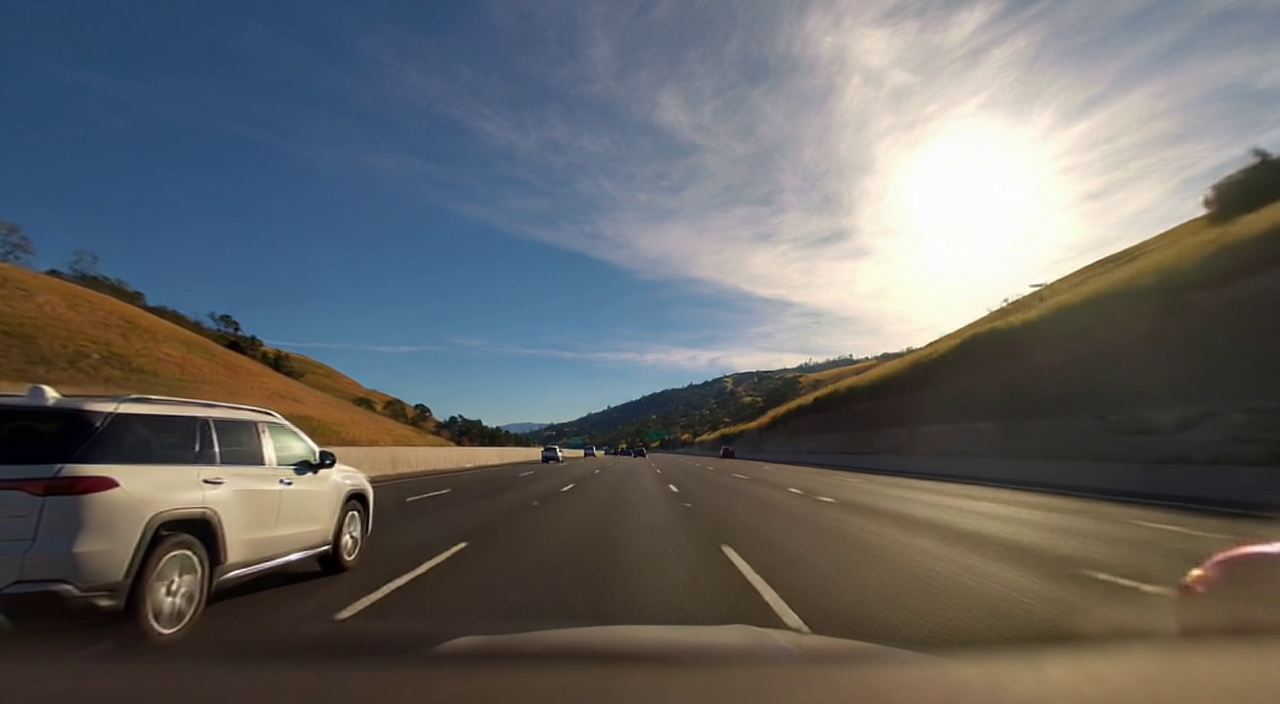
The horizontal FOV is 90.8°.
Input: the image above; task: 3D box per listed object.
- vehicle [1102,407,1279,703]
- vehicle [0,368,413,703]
[{"bbox_3d":[3.596,0.796,1.382,1.847,1.493,4.303,0,-9,-1],"label":"vehicle"},{"bbox_3d":[-3.836,1.279,5.364,2.047,1.715,4.689,0,-9,0],"label":"vehicle"}]
